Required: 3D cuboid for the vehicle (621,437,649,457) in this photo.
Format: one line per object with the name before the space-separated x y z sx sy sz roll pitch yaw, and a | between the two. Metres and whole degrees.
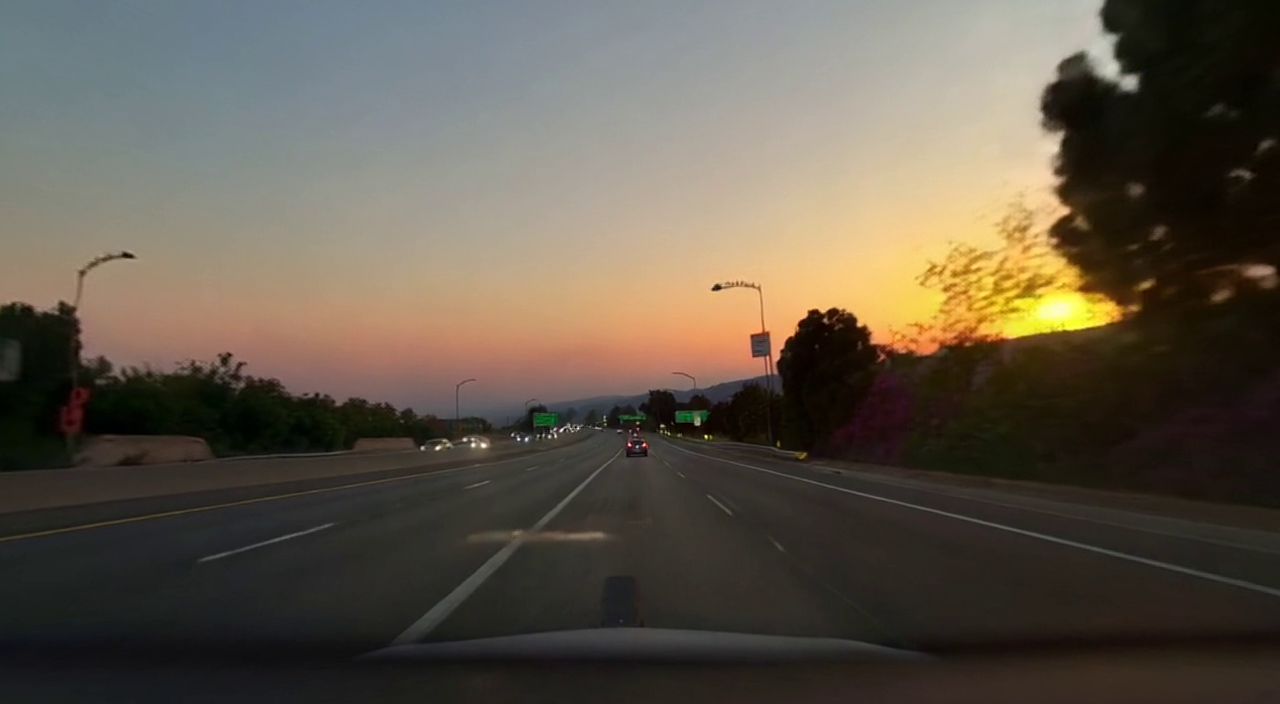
vehicle | -0.445 7.251 48.182 2.025 1.460 4.189 0 -8 -2
